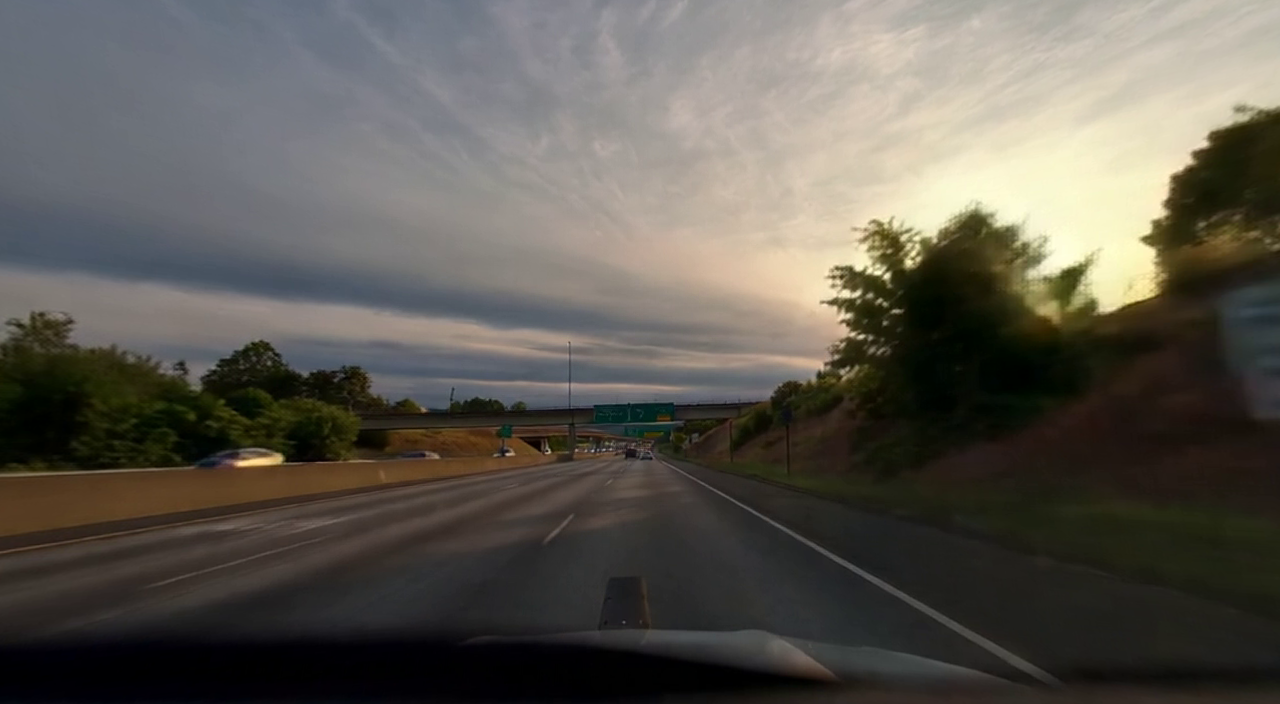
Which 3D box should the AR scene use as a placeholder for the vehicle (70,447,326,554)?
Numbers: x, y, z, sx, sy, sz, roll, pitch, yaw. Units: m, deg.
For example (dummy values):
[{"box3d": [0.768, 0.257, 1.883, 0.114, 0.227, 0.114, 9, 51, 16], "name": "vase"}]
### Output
[{"box3d": [-19.140, 6.304, 29.045, 2.858, 3.768, 11.969, 0, -8, 1], "name": "vehicle"}]
